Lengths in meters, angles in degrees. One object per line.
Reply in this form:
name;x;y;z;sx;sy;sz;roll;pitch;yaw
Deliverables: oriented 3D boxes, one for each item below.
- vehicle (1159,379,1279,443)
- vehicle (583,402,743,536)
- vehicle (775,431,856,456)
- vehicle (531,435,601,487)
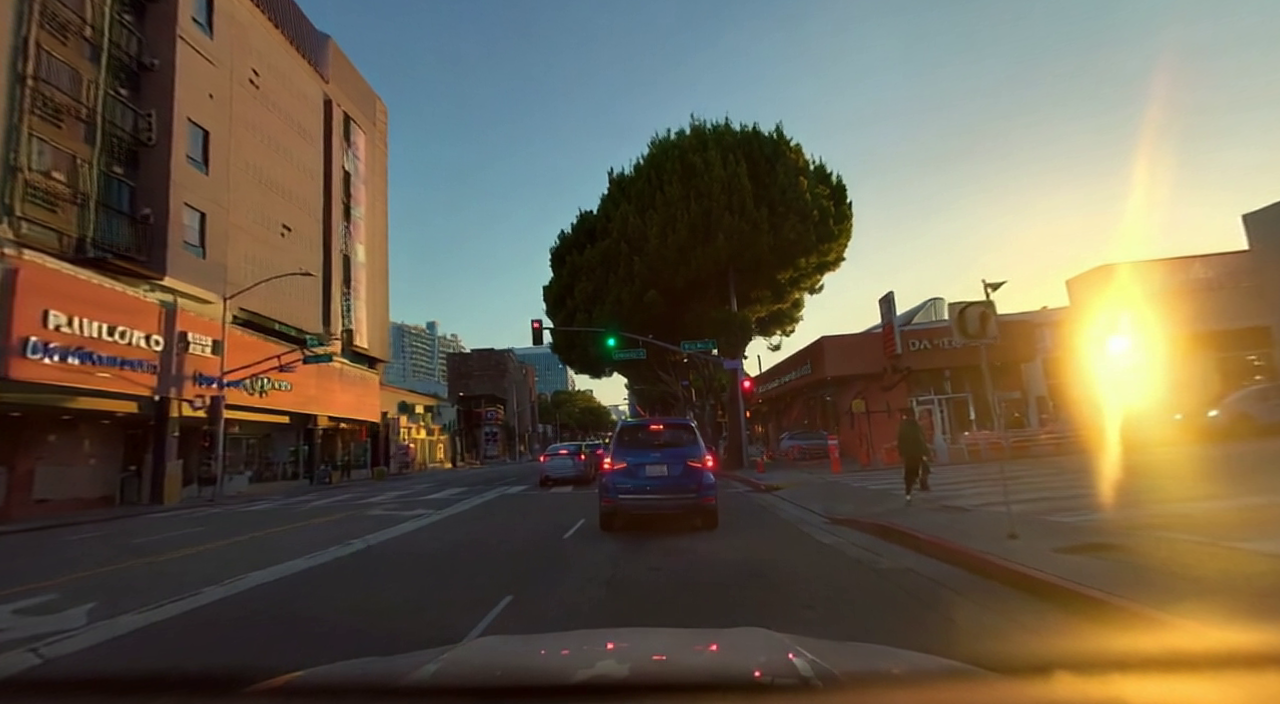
vehicle;16.902;1.588;16.705;4.474;1.583;1.970;-1;-8;2
vehicle;0.354;2.092;11.840;2.352;1.953;4.796;0;-8;0
vehicle;10.770;5.649;39.038;4.426;1.490;1.862;-1;-8;3
vehicle;-2.638;3.997;23.453;2.023;1.702;4.152;-1;-8;1
